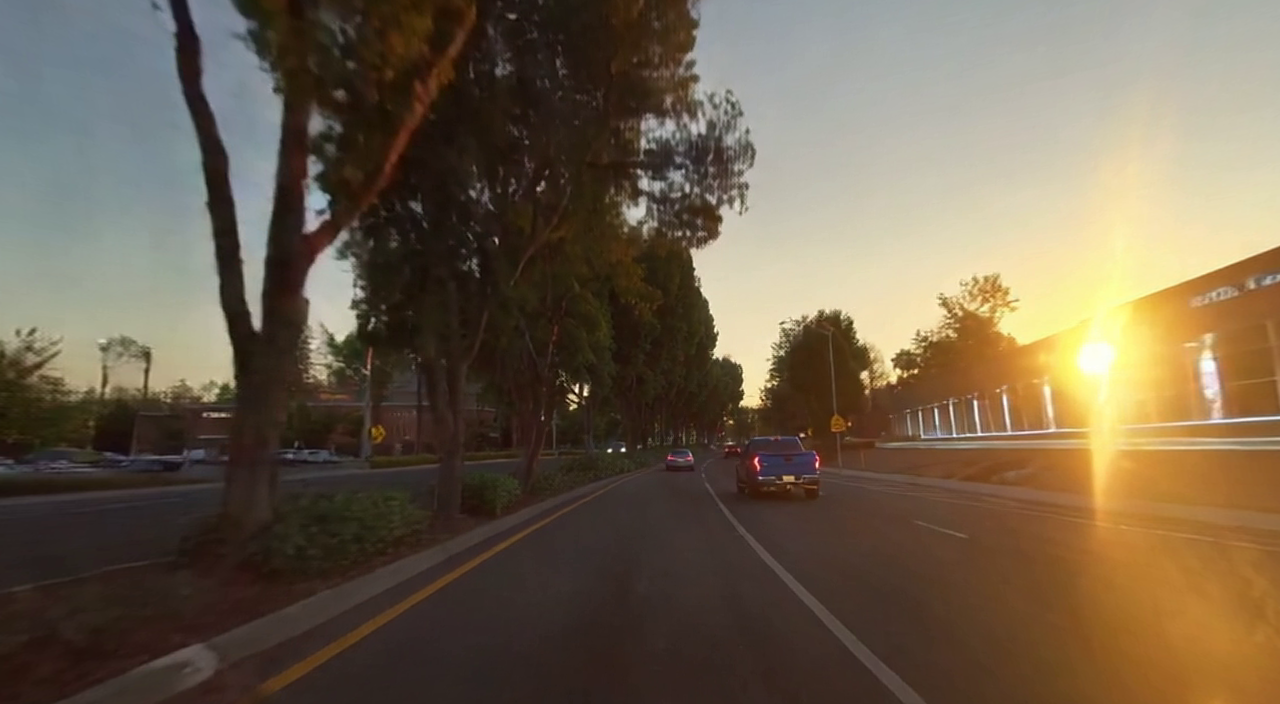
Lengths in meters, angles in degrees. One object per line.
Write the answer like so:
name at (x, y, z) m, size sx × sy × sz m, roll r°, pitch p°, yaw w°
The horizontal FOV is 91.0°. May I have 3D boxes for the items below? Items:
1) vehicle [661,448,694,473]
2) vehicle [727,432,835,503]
vehicle at (2.448, 6.924, 40.504) m, size 1.968 × 1.521 × 4.262 m, roll 0°, pitch -9°, yaw 5°
vehicle at (4.271, 3.616, 20.211) m, size 2.367 × 1.919 × 5.651 m, roll 0°, pitch -9°, yaw 2°
